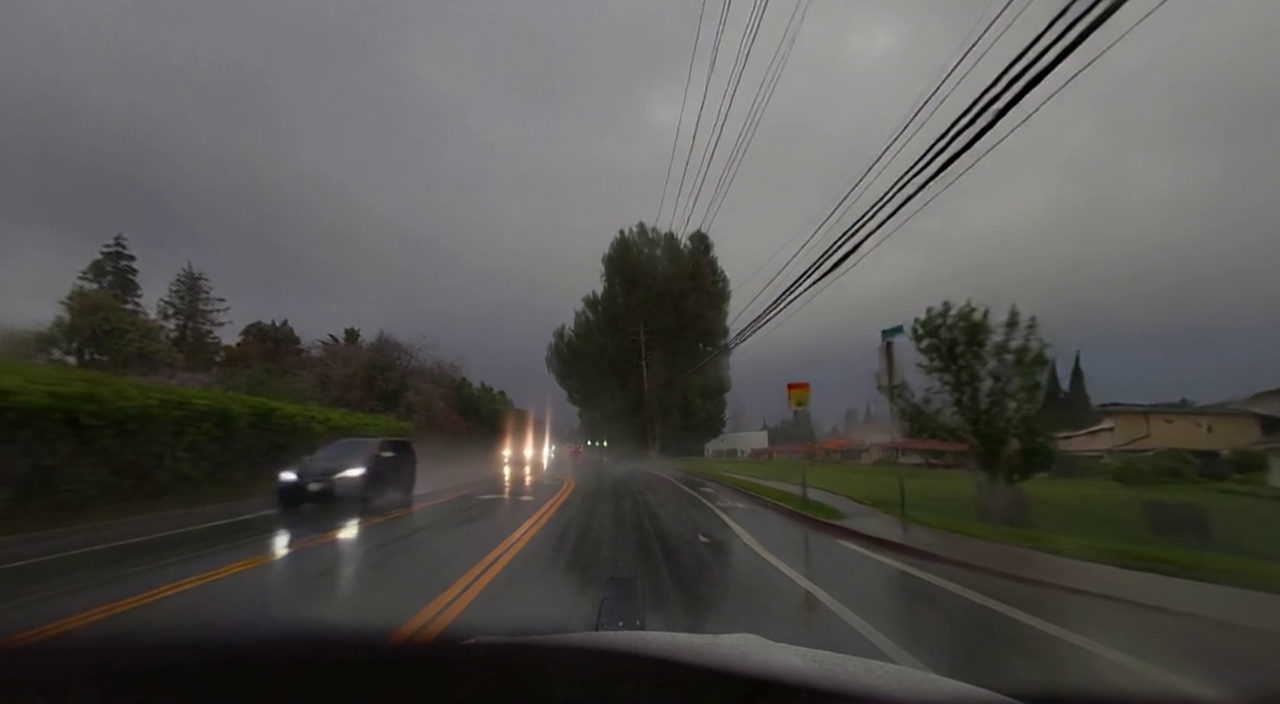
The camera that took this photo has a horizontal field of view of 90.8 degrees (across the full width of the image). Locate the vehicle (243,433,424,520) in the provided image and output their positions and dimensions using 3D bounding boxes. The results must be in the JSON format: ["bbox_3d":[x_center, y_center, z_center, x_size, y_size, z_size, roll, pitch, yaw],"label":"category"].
[{"bbox_3d":[-6.768,2.758,14.653,2.116,1.672,4.438,0,-8,-2],"label":"vehicle"}]

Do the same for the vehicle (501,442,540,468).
[{"bbox_3d":[-8.584,7.435,45.847,2.220,1.817,4.839,0,-8,-4],"label":"vehicle"}]
